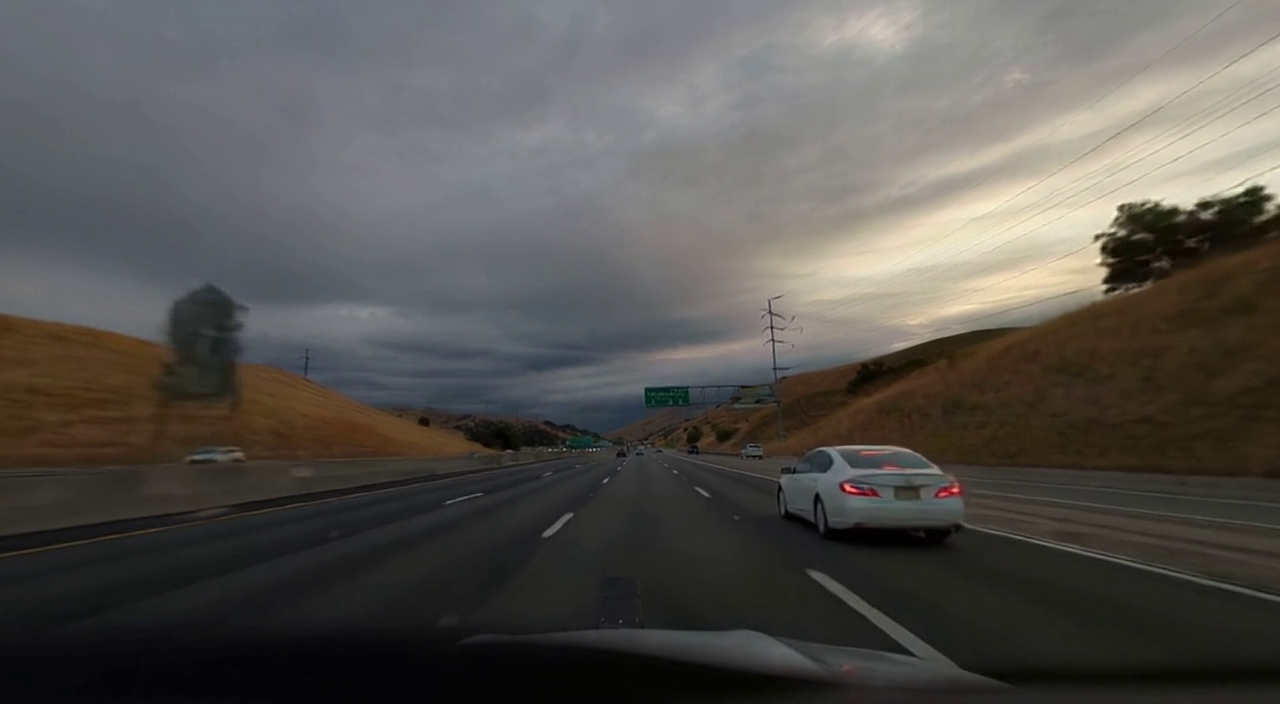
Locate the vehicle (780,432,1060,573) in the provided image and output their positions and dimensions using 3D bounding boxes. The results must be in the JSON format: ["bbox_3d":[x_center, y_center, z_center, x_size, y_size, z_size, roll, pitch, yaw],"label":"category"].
[{"bbox_3d":[3.603,2.006,9.244,2.086,1.542,4.355,0,-8,0],"label":"vehicle"}]

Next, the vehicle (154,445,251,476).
[{"bbox_3d":[-29.379,7.261,42.629,2.246,1.933,5.916,0,-8,1],"label":"vehicle"}]
